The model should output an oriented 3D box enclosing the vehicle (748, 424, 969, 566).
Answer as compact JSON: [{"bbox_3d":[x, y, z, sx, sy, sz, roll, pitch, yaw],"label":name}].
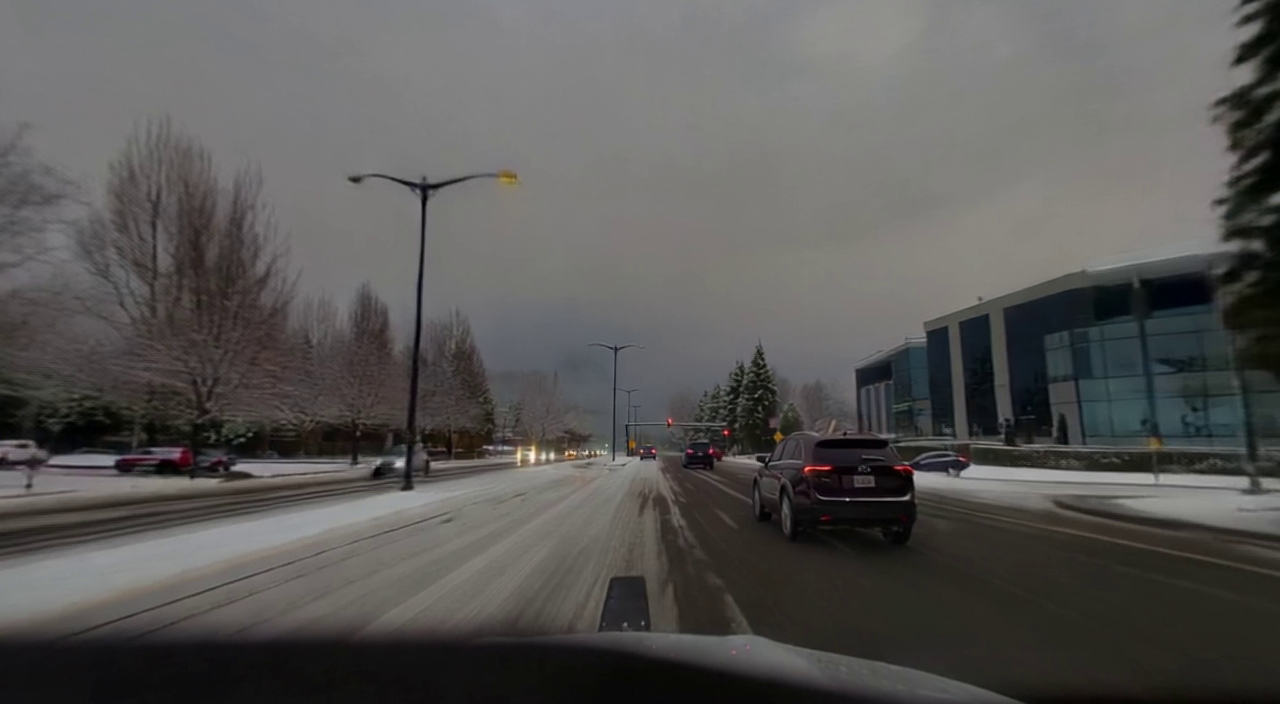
[{"bbox_3d":[2.910,1.974,9.428,1.901,1.634,3.896,1,-8,0],"label":"vehicle"}]

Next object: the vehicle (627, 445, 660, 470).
[{"bbox_3d":[0.191,6.684,40.157,1.991,1.477,3.814,0,-8,-1],"label":"vehicle"}]

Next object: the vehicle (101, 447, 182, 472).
[{"bbox_3d":[-33.207,7.134,42.116,1.920,1.574,4.174,-1,-8,1],"label":"vehicle"}]

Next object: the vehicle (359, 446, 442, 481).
[{"bbox_3d":[-11.353,5.291,30.271,2.055,1.479,4.693,-1,-9,1],"label":"vehicle"}]

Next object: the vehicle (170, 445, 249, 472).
[{"bbox_3d":[-28.258,6.959,41.552,1.863,1.635,4.625,0,-8,0],"label":"vehicle"}]

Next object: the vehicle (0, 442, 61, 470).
[{"bbox_3d":[-41.549,6.847,41.733,1.920,1.763,4.591,0,-8,0],"label":"vehicle"}]

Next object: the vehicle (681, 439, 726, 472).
[{"bbox_3d":[3.782,6.222,38.119,2.154,1.844,4.634,1,-8,-1],"label":"vehicle"}]
